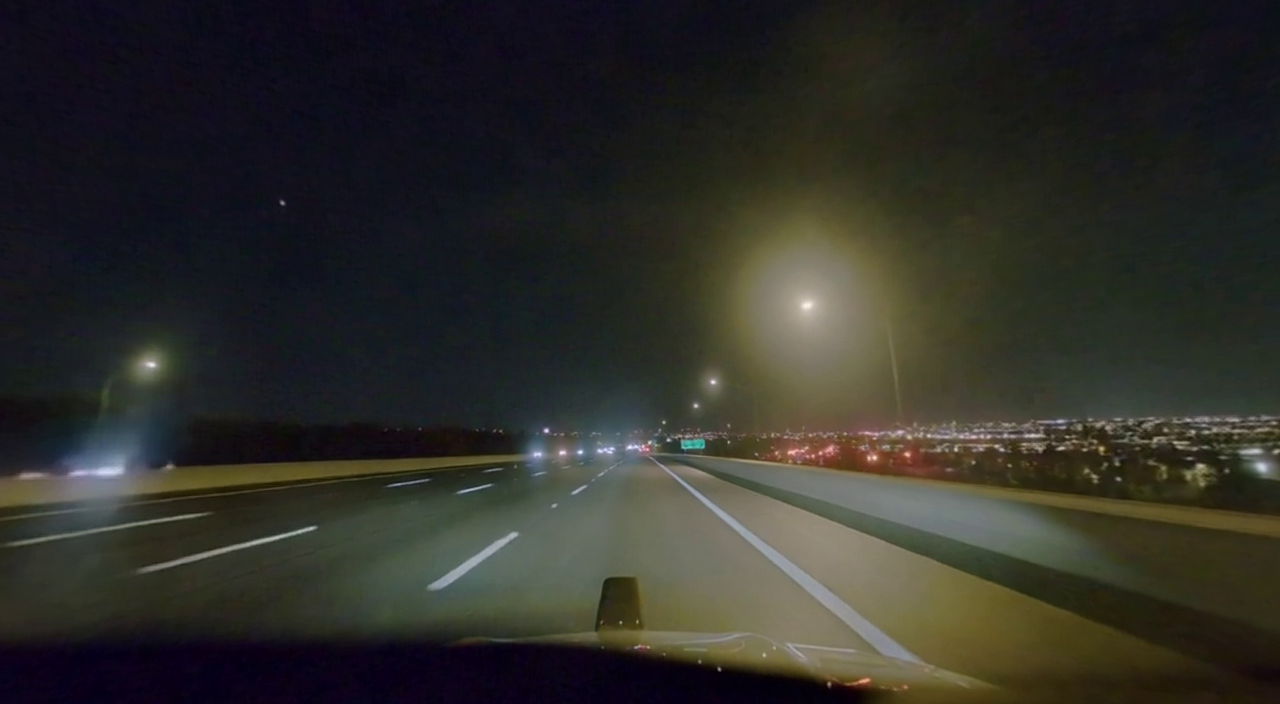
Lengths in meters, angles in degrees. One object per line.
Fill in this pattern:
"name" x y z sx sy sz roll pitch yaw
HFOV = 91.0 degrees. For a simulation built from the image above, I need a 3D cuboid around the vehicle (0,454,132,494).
"vehicle" -24.637 5.193 27.164 1.837 1.556 4.241 0 -9 0
